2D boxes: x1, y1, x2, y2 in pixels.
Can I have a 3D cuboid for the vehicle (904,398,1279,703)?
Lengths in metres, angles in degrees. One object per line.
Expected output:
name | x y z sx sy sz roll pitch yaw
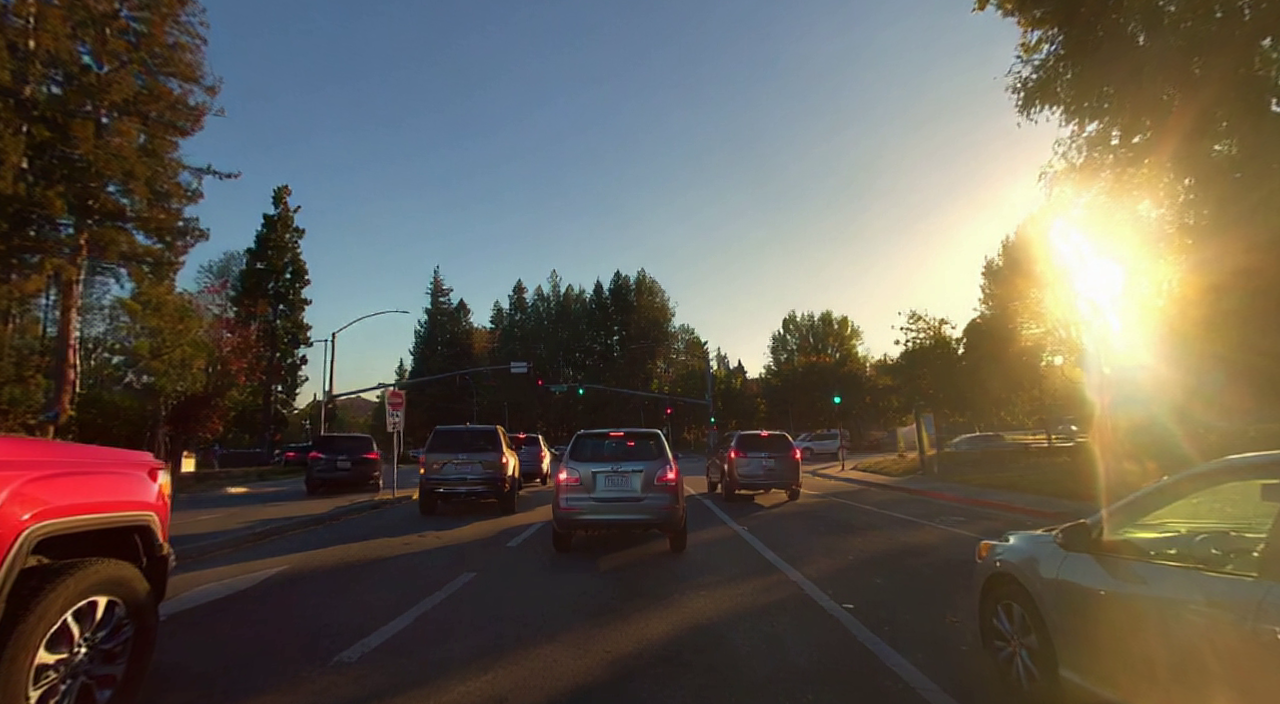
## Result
vehicle | 3.009 0.963 2.517 1.874 1.477 4.698 0 -8 0

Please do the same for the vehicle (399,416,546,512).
vehicle | -3.631 2.526 14.656 2.089 1.857 4.488 0 -8 1

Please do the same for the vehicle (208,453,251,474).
vehicle | -31.342 8.478 48.031 1.950 1.431 4.198 8 -12 -42

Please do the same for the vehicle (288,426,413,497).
vehicle | -8.248 3.141 18.527 2.088 1.787 4.728 1 -9 -9

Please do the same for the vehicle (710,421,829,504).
vehicle | 3.132 2.800 16.376 2.102 1.841 4.587 0 -8 0

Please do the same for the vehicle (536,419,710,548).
vehicle | -0.223 1.934 9.881 2.194 1.607 3.690 0 -8 0

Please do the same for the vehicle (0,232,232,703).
vehicle | -3.482 0.356 0.316 2.656 2.021 5.800 0 -8 0
